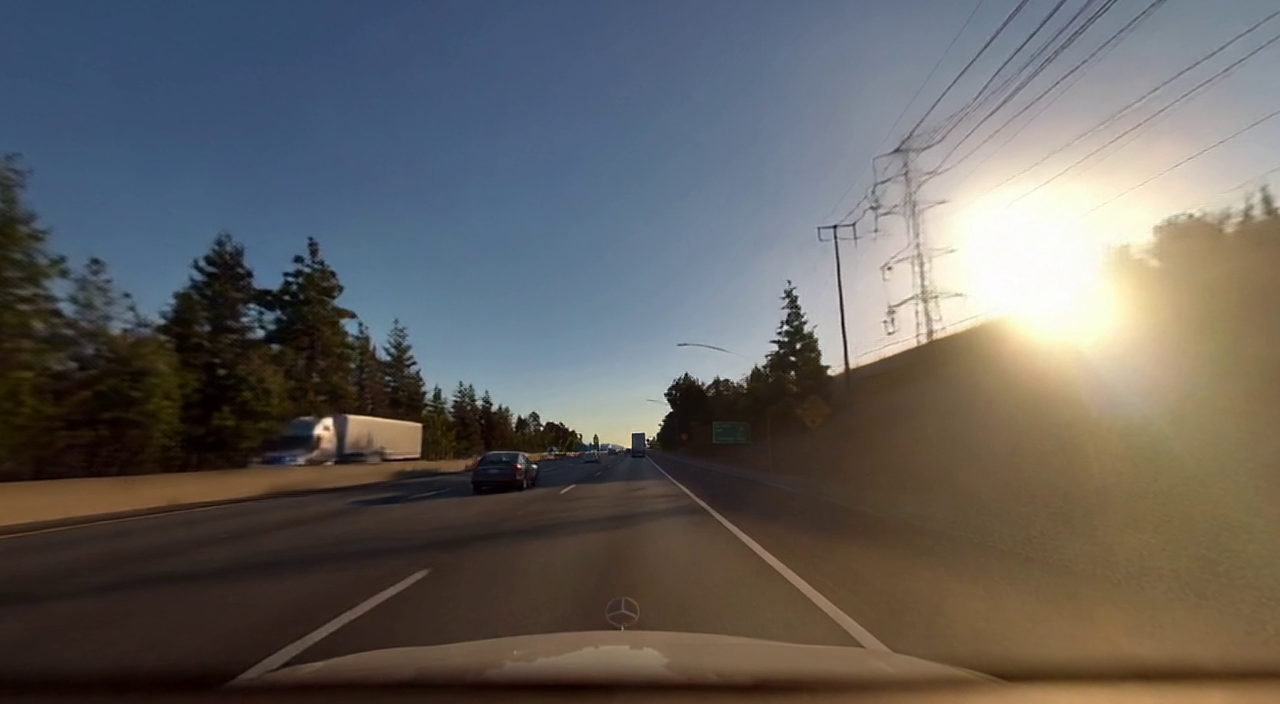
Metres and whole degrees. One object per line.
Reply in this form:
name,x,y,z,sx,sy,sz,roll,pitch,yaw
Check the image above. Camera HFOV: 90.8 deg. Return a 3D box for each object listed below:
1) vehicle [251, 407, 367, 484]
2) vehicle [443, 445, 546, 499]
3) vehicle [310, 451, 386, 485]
vehicle,-18.196,5.229,35.266,2.947,3.887,6.339,0,-9,0
vehicle,-4.313,3.641,19.493,2.106,1.445,4.404,0,-9,0
vehicle,-13.299,5.283,28.960,1.729,1.449,3.652,0,-9,0
